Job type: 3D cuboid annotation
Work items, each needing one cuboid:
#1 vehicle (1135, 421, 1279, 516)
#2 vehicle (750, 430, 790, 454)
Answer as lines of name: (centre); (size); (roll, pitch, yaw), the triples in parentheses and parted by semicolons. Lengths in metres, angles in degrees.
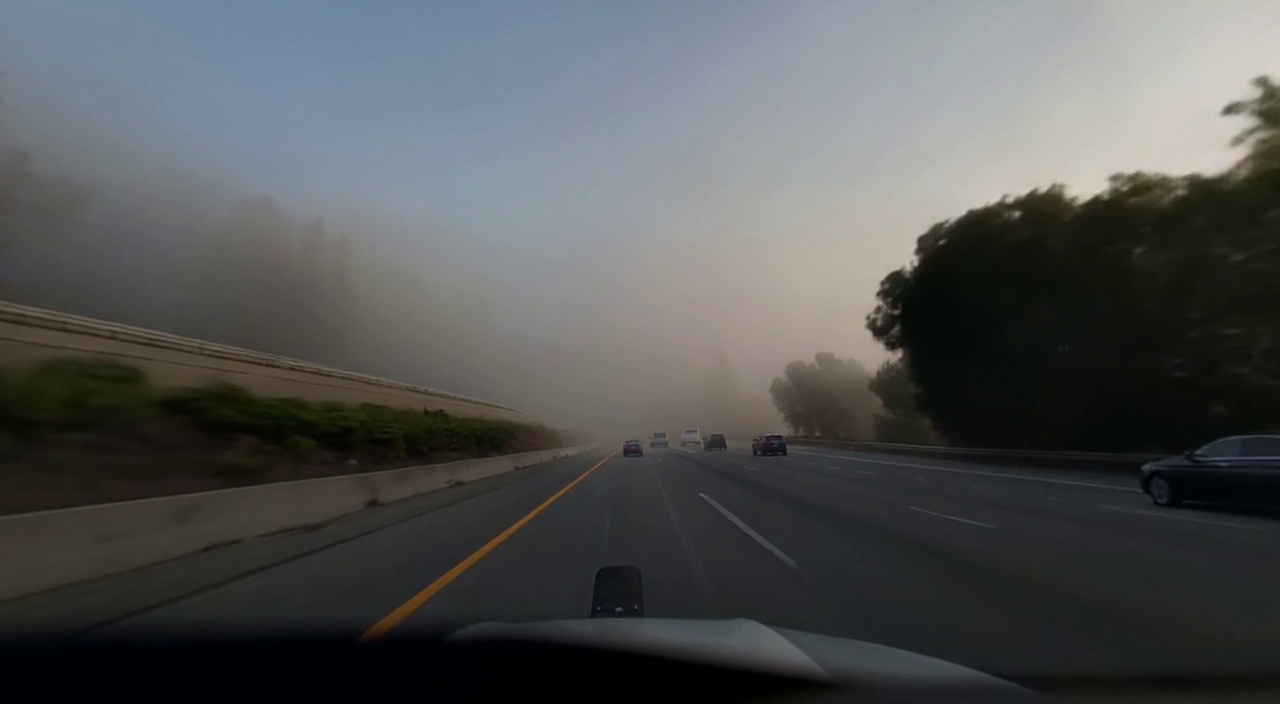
vehicle: (11.324, 1.953, 10.656); (2.041, 1.517, 4.645); (0, -8, -1)
vehicle: (10.083, 7.054, 49.166); (2.077, 1.763, 4.472); (0, -8, -2)
